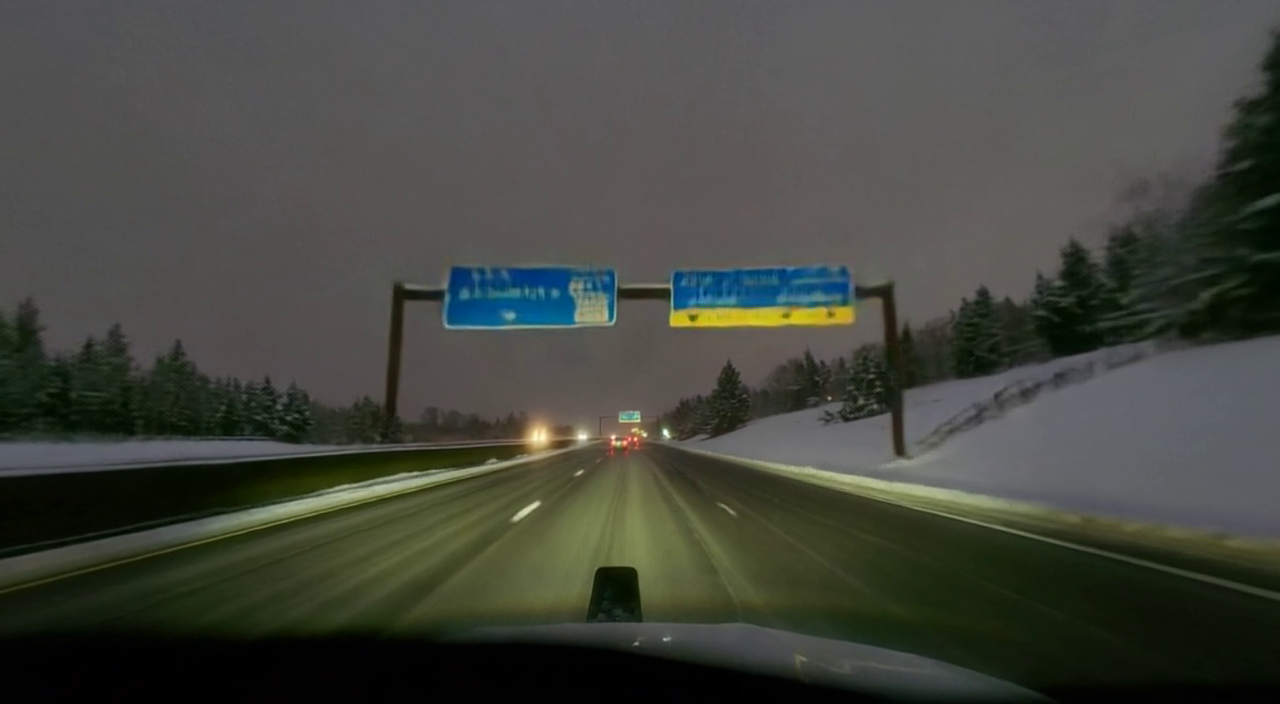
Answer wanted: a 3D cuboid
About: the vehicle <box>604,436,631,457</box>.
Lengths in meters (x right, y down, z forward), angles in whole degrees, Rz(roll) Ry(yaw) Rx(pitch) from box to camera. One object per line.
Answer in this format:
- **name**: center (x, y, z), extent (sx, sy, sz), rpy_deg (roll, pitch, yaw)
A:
- **vehicle**: center (-1.671, 7.087, 47.621), extent (1.993, 1.519, 4.046), rpy_deg (0, -8, -1)
